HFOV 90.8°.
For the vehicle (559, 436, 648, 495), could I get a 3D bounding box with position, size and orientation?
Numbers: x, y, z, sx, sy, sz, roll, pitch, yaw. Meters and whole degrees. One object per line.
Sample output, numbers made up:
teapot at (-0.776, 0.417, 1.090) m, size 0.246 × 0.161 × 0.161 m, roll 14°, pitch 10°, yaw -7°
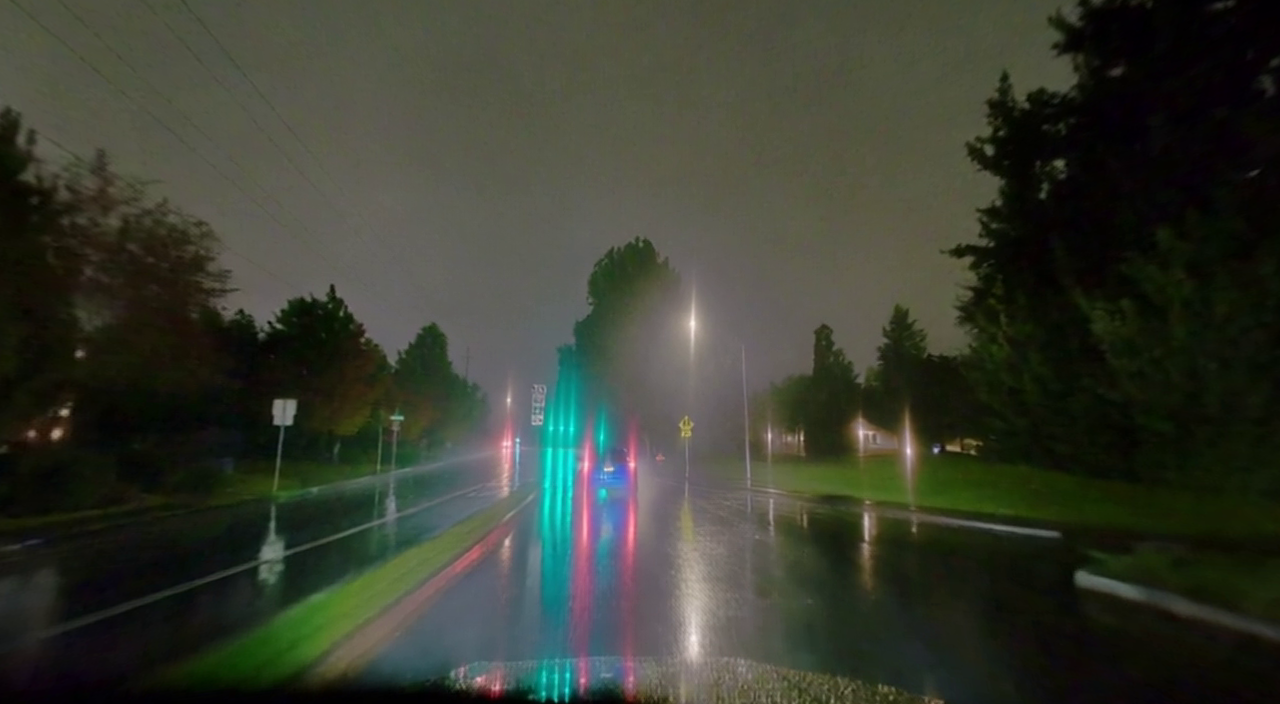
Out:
vehicle at (-1.147, 3.297, 18.697) m, size 2.295 × 1.510 × 4.364 m, roll 1°, pitch -9°, yaw -5°
